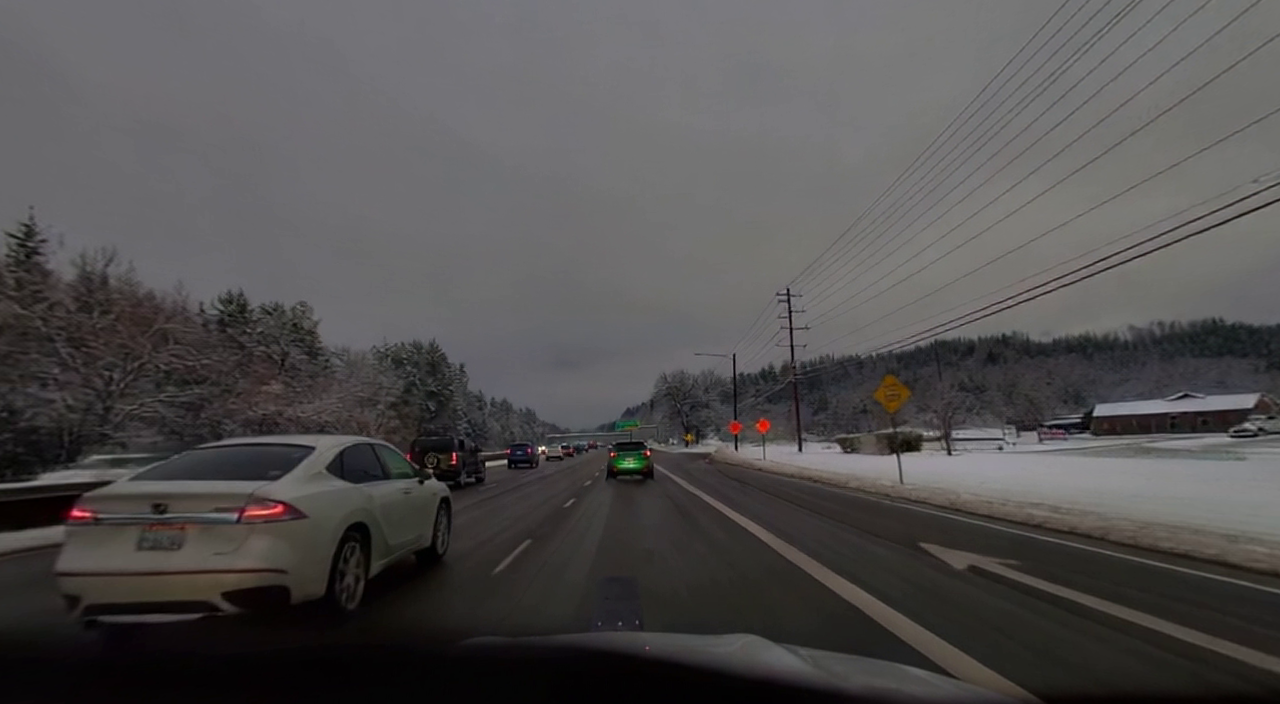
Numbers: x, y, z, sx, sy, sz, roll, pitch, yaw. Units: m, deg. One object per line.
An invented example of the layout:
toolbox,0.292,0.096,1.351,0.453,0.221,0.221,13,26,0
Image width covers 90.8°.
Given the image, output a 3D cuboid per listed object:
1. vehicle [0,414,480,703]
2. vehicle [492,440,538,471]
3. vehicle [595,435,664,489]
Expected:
vehicle,-3.137,1.442,5.673,2.174,1.510,4.636,0,-9,0
vehicle,-7.436,6.164,37.872,1.914,1.756,4.179,0,-9,0
vehicle,-0.377,3.711,21.575,2.140,1.653,4.108,0,-9,-1
